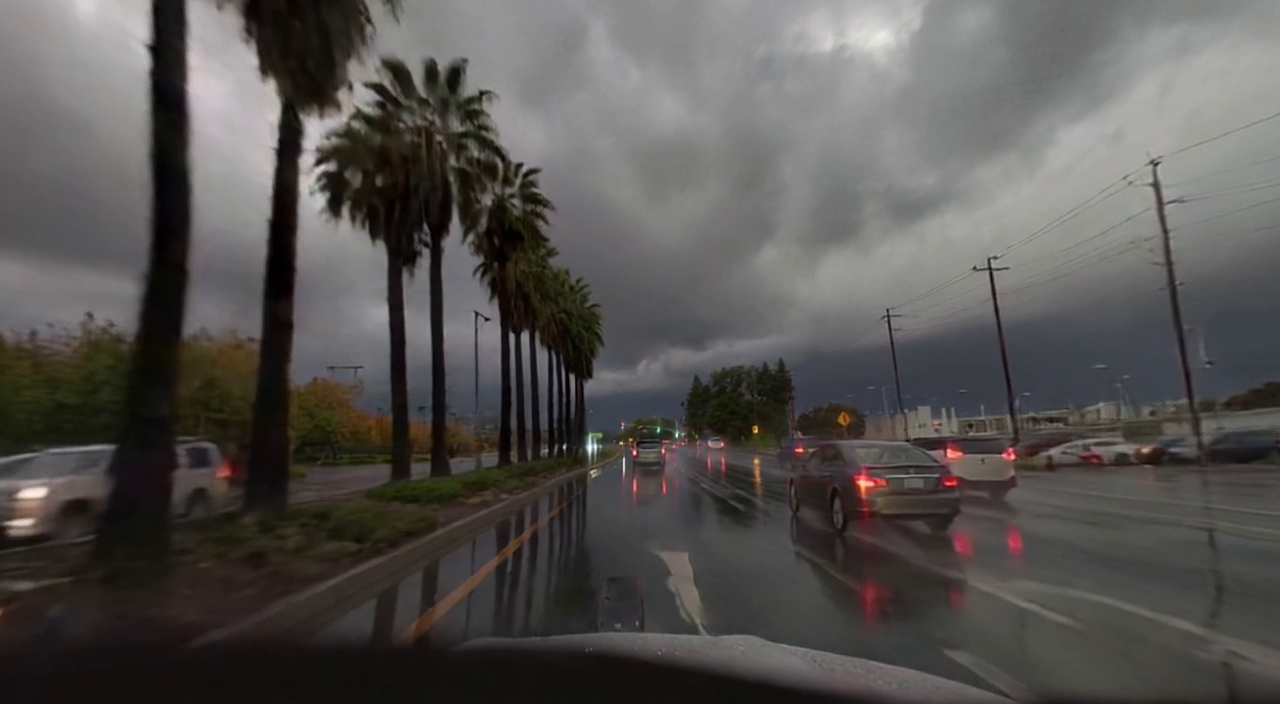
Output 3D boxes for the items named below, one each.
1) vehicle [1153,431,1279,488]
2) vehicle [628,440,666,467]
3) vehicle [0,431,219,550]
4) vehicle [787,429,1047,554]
[{"bbox_3d":[21.667,3.876,23.080,1.945,1.838,4.603,0,-8,0],"label":"vehicle"},{"bbox_3d":[0.342,5.818,36.441,2.031,1.444,4.361,0,-8,-2],"label":"vehicle"},{"bbox_3d":[-10.660,2.442,11.853,2.238,1.766,4.710,-1,-8,0],"label":"vehicle"},{"bbox_3d":[3.783,1.963,9.701,1.875,1.452,4.453,0,-8,-2],"label":"vehicle"}]
